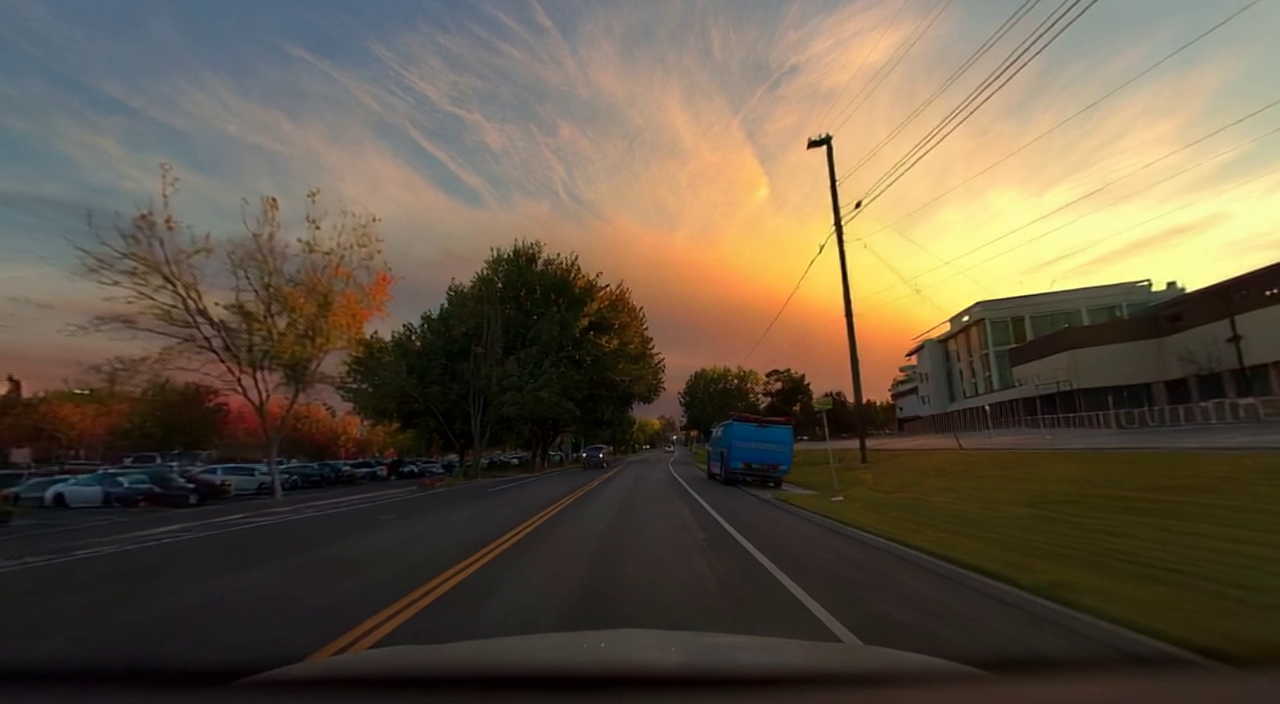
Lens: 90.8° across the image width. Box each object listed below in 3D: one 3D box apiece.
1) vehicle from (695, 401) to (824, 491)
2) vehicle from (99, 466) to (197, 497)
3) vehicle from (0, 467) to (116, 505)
[{"bbox_3d":[4.545,3.965,26.818,3.282,3.067,10.181,0,-8,-1],"label":"vehicle"},{"bbox_3d":[-30.114,7.924,38.741,4.371,1.750,1.940,0,-9,1],"label":"vehicle"},{"bbox_3d":[-30.947,7.064,33.457,4.597,1.865,2.036,-1,-9,4],"label":"vehicle"}]
